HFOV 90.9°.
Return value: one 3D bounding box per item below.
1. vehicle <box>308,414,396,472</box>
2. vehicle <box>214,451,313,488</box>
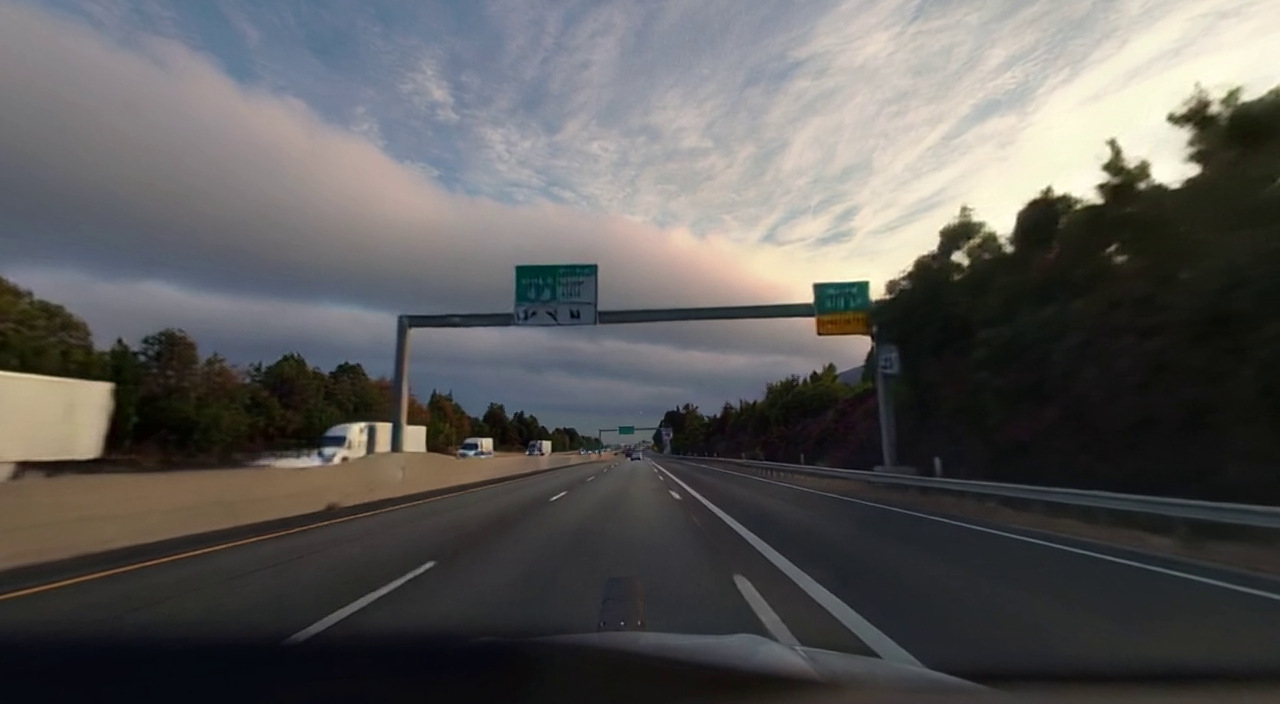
[{"bbox_3d":[-21.084,6.772,46.809,2.969,3.921,7.766,0,-9,-2],"label":"vehicle"},{"bbox_3d":[-16.145,5.035,27.289,1.763,1.426,4.199,0,-9,-2],"label":"vehicle"}]
